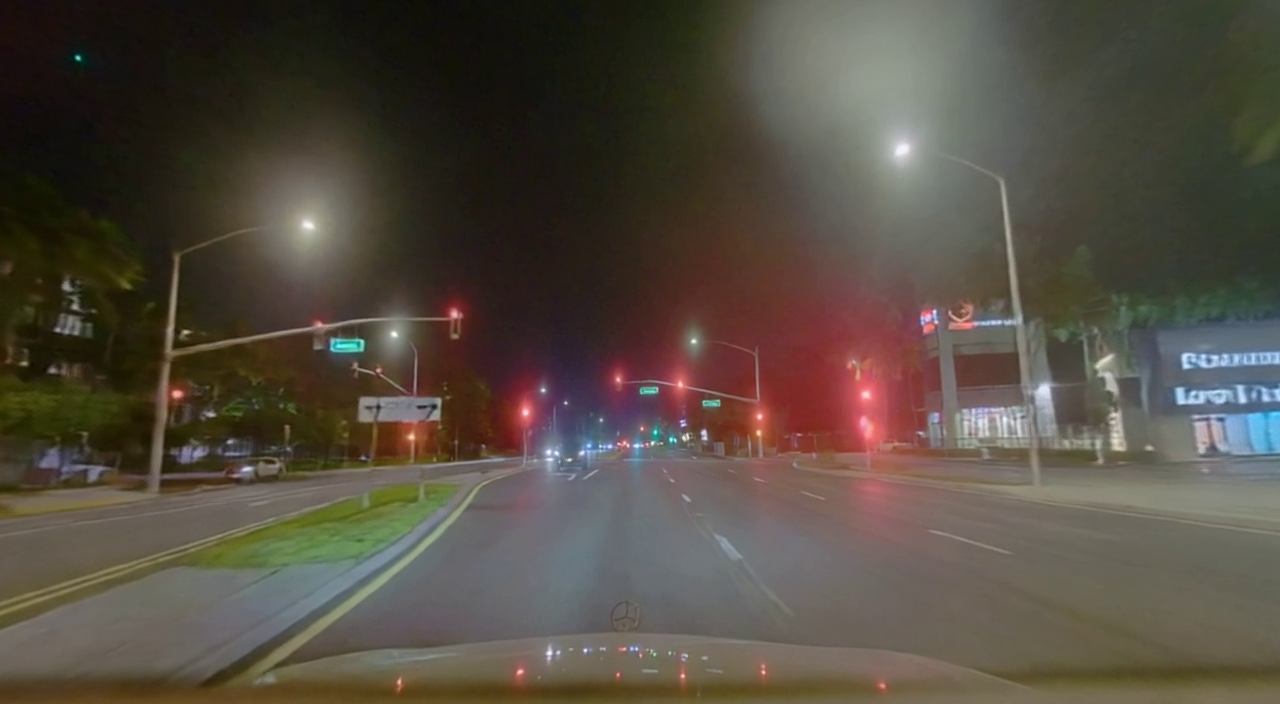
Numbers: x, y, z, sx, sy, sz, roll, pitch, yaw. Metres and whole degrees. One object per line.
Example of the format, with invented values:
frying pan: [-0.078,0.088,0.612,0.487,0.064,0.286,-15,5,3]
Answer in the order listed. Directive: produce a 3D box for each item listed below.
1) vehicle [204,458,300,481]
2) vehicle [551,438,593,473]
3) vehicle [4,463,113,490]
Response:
vehicle: [-25.102,7.597,40.980,4.854,1.406,2.060,0,-8,1]
vehicle: [-3.509,5.324,32.669,1.990,1.639,3.885,1,-9,-6]
vehicle: [-34.628,7.432,37.685,4.567,1.460,1.917,0,-8,-1]
